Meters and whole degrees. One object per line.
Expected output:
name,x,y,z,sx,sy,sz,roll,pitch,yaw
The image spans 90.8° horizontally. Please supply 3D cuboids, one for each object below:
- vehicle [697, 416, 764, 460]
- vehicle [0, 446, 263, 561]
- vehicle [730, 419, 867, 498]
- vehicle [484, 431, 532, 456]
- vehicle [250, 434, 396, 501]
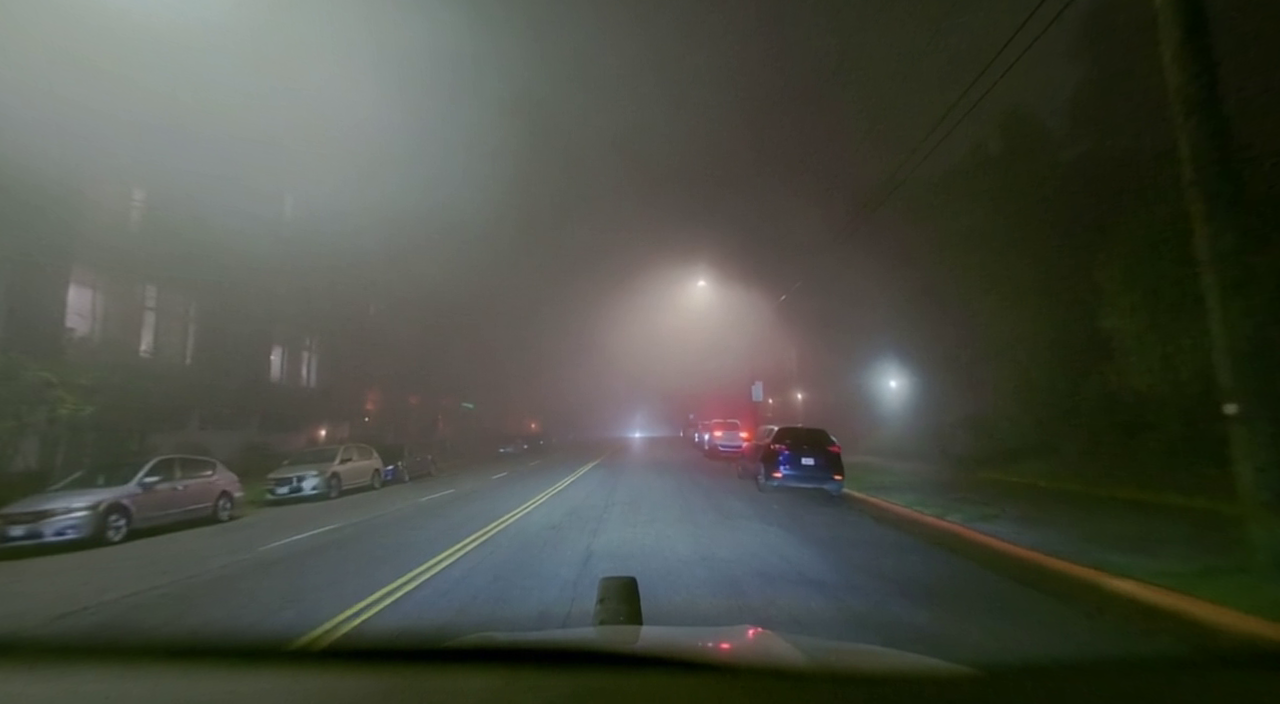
vehicle,3.924,3.841,28.376,2.225,1.759,4.817,-1,-7,-1
vehicle,-9.503,2.625,11.830,1.926,1.652,4.527,-1,-8,3
vehicle,3.720,2.526,15.817,2.089,1.638,4.628,-1,-6,-2
vehicle,-8.767,6.140,42.364,2.208,1.508,4.590,-1,-8,1
vehicle,-9.347,3.395,19.136,2.061,1.748,4.316,-1,-8,2
